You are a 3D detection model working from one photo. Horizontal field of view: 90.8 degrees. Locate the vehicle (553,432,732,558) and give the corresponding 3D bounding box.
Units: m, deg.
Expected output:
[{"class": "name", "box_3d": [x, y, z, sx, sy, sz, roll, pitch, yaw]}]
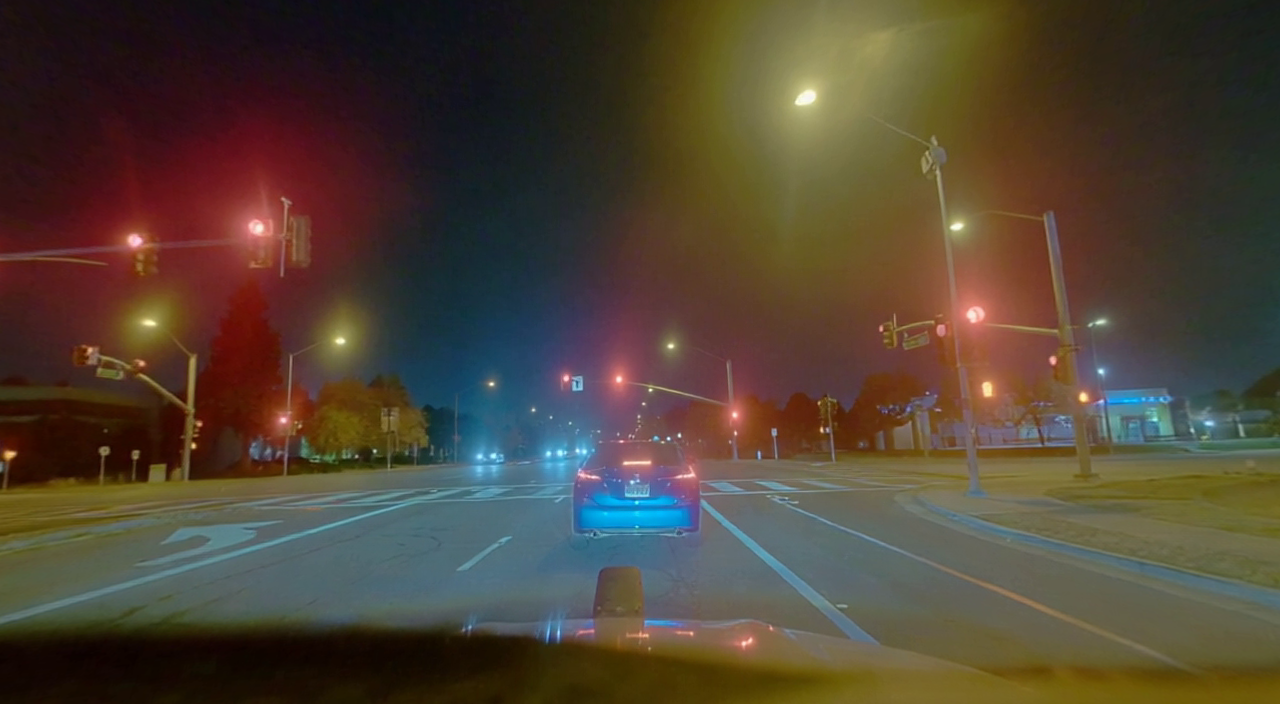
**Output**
[{"class": "vehicle", "box_3d": [-0.001, 1.992, 9.508, 2.107, 1.470, 3.974, 0, -9, -1]}]
